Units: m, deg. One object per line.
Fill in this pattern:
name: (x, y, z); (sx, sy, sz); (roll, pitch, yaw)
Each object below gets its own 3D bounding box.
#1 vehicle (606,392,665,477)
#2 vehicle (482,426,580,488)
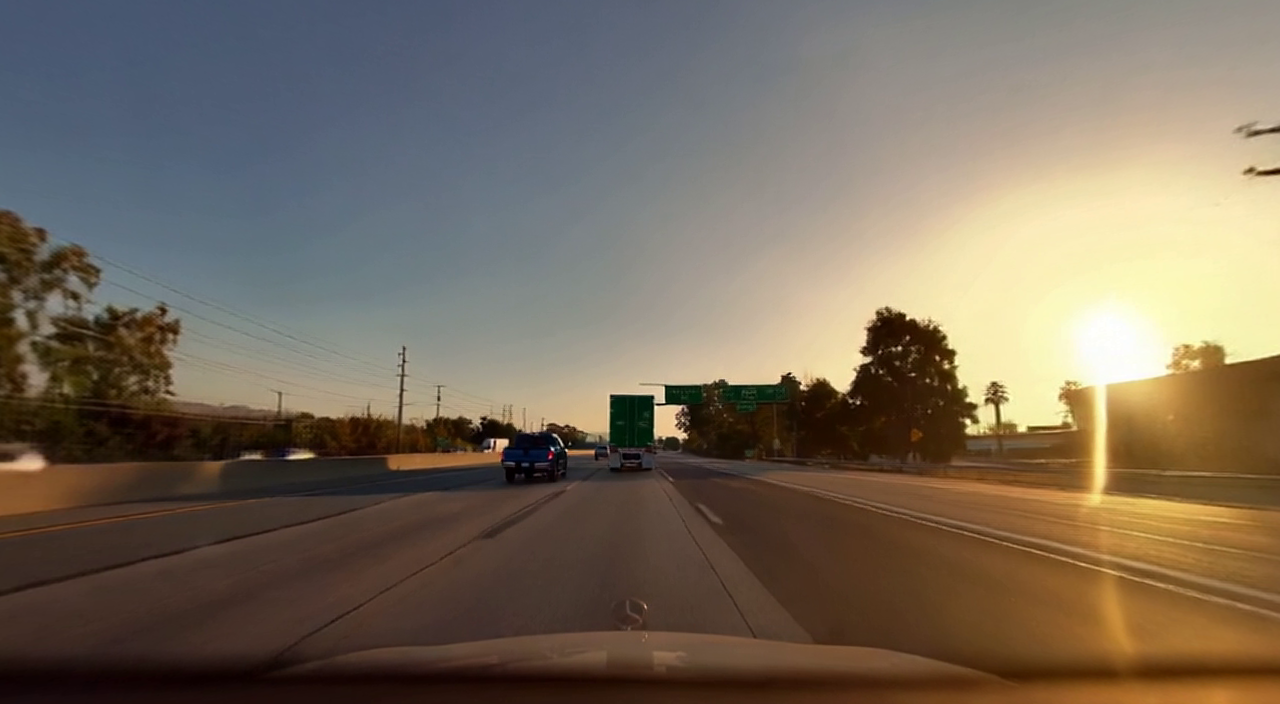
vehicle: (-0.250, 4.968, 37.288); (2.879, 4.085, 13.125); (0, -8, 0)
vehicle: (-4.096, 4.125, 25.196); (2.749, 2.141, 6.515); (0, -8, 0)
